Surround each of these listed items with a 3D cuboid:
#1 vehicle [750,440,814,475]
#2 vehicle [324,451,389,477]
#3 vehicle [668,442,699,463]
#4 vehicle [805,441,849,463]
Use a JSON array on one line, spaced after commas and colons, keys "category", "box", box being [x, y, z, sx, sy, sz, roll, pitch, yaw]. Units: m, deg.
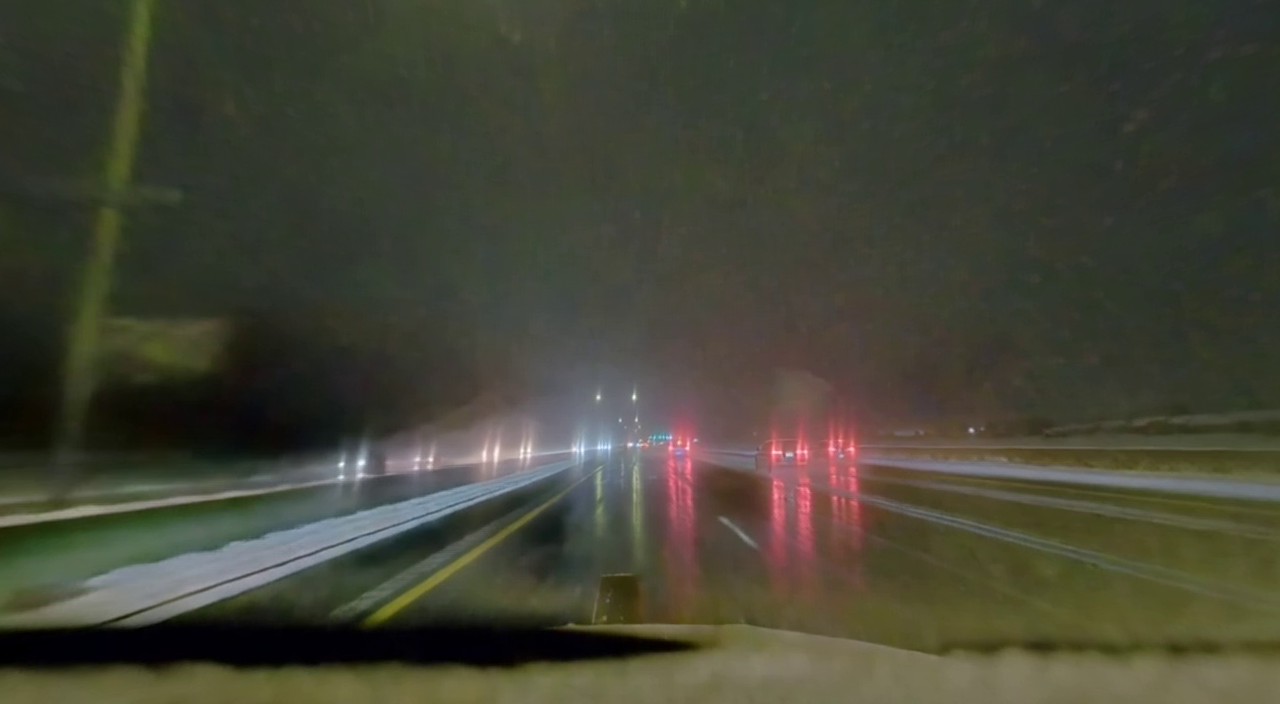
[{"category": "vehicle", "box": [6.666, 4.975, 30.075, 2.038, 1.528, 3.910, 0, -8, -1]}, {"category": "vehicle", "box": [-18.099, 7.118, 40.575, 2.022, 1.453, 4.757, 0, -8, -1]}, {"category": "vehicle", "box": [3.332, 7.800, 49.102, 2.056, 1.553, 4.320, 0, -8, -1]}, {"category": "vehicle", "box": [14.608, 7.827, 49.569, 2.025, 1.595, 4.268, 0, -8, -1]}]
